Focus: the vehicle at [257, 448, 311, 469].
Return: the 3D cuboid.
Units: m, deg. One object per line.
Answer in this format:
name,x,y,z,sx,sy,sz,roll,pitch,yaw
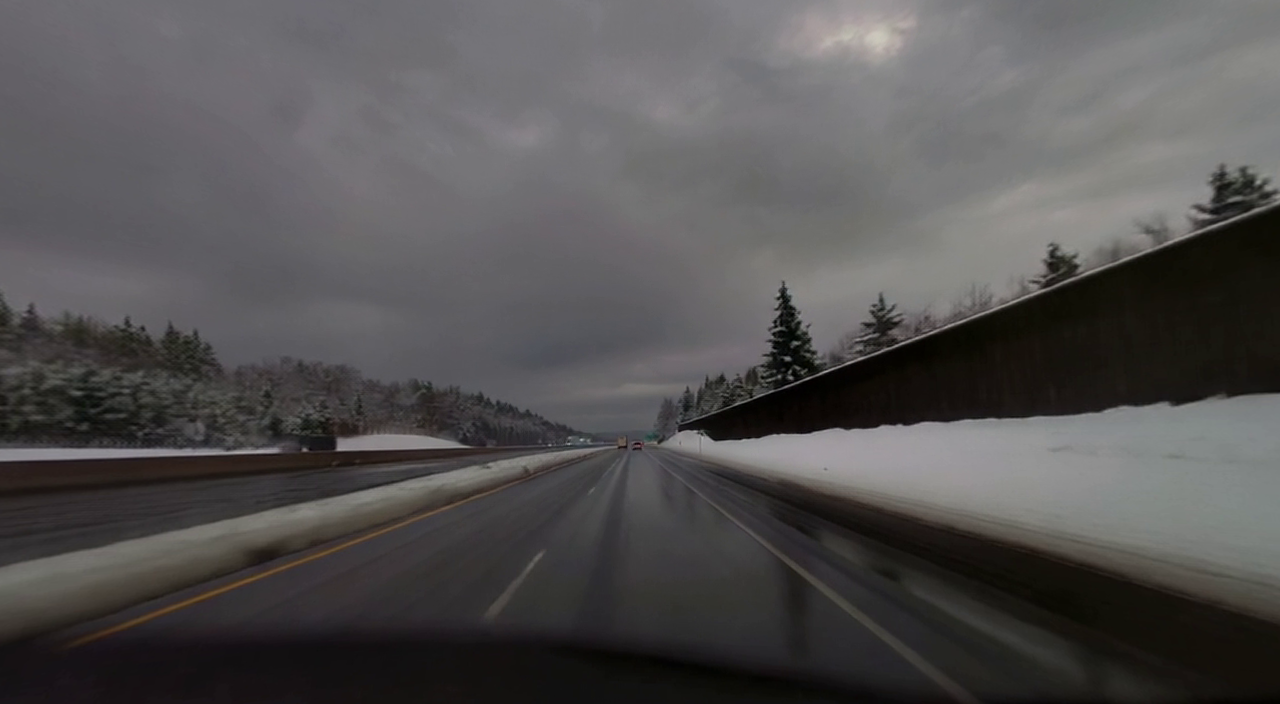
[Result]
vehicle,-26.585,7.938,47.113,1.812,1.467,4.539,0,-8,-6
